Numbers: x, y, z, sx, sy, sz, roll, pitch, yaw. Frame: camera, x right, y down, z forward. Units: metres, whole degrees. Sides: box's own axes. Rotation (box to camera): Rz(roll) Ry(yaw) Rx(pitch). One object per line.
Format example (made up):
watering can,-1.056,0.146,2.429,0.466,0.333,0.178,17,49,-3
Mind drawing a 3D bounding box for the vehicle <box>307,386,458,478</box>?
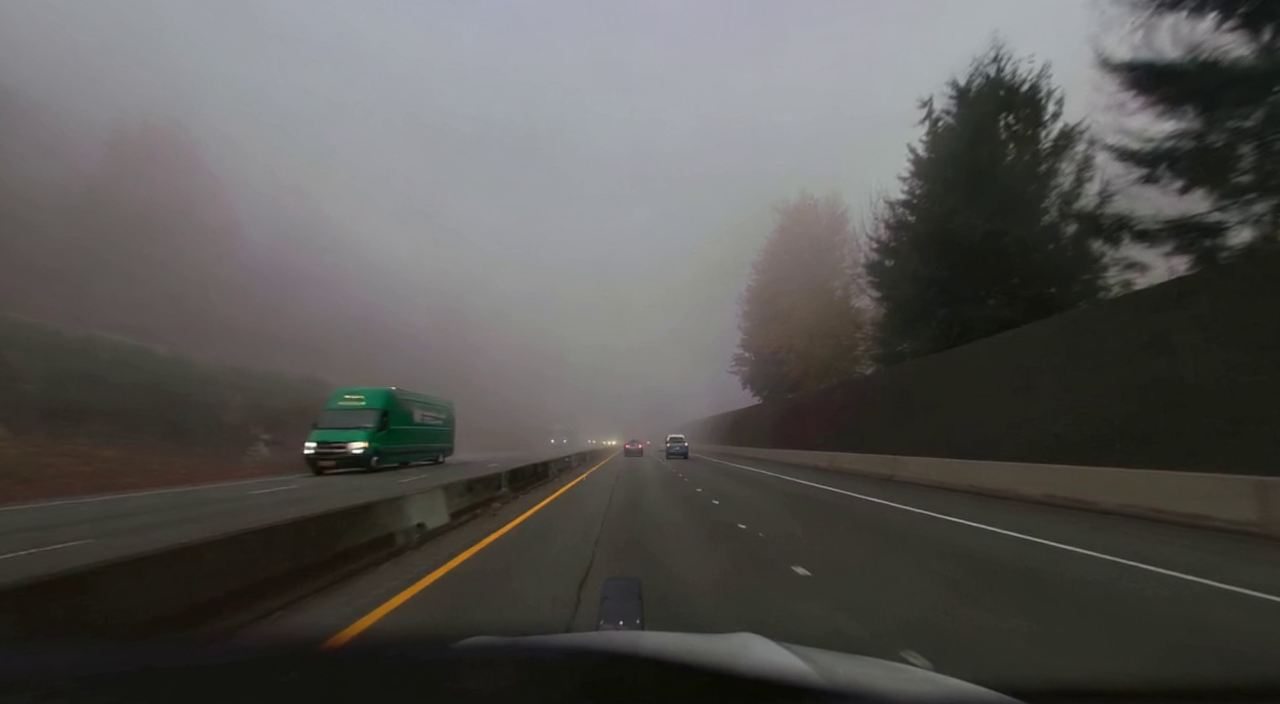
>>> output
vehicle,-11.798,3.911,30.379,3.001,3.662,10.102,0,-8,0
